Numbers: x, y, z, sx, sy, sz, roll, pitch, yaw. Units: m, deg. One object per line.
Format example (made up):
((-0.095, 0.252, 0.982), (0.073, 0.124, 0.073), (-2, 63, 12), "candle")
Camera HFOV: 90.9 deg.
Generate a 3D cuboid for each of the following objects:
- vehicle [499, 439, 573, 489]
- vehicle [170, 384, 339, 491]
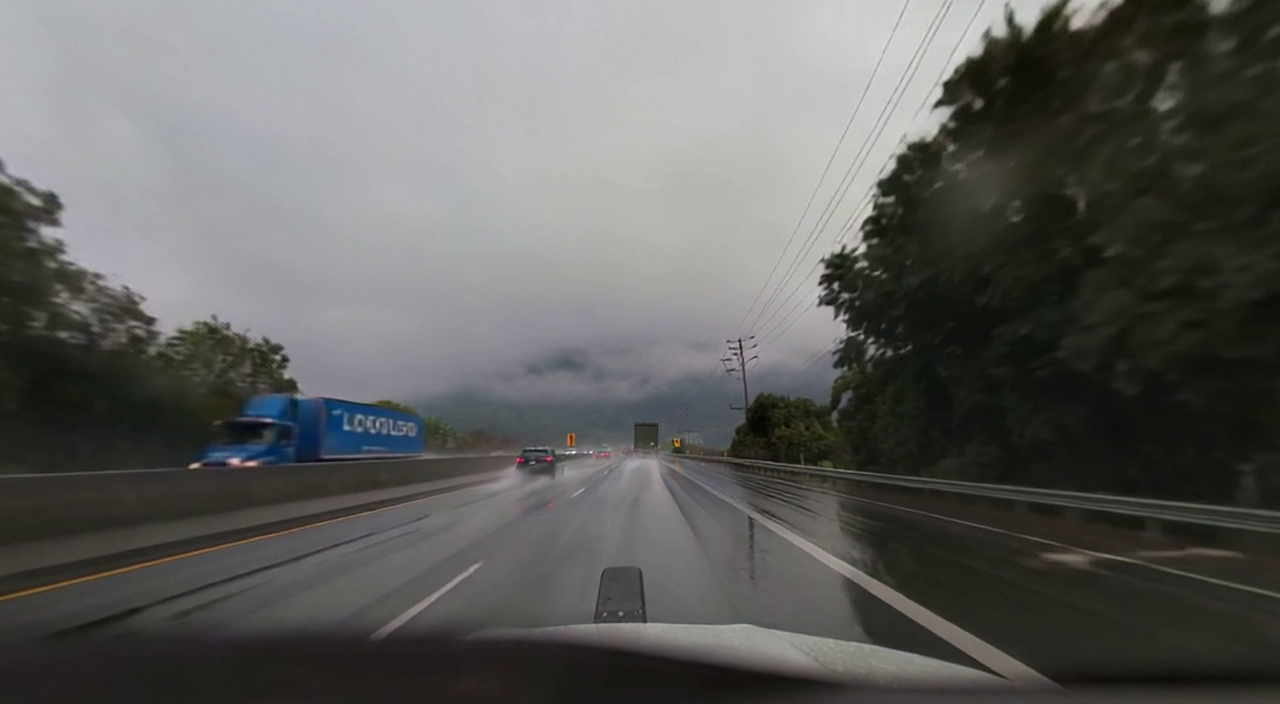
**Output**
((-3.894, 4.245, 24.256), (2.111, 1.735, 4.066), (0, -9, 0), "vehicle")
((-16.594, 3.785, 27.800), (3.536, 4.173, 5.865), (0, -9, 0), "vehicle")
